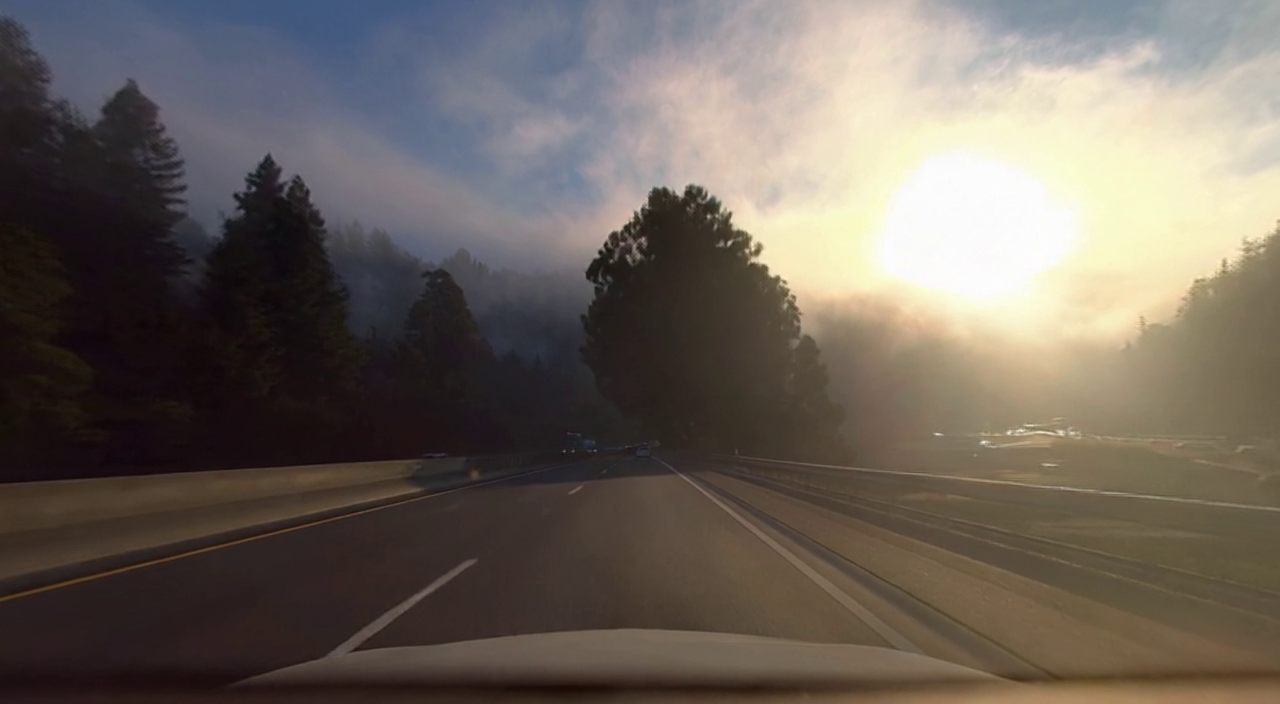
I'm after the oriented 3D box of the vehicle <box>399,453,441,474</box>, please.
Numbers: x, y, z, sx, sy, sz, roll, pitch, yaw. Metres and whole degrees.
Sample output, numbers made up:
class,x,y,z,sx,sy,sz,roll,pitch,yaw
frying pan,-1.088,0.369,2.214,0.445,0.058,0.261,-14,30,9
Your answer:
class,x,y,z,sx,sy,sz,roll,pitch,yaw
vehicle,-16.547,8.386,47.616,1.770,1.413,3.842,0,-9,0
